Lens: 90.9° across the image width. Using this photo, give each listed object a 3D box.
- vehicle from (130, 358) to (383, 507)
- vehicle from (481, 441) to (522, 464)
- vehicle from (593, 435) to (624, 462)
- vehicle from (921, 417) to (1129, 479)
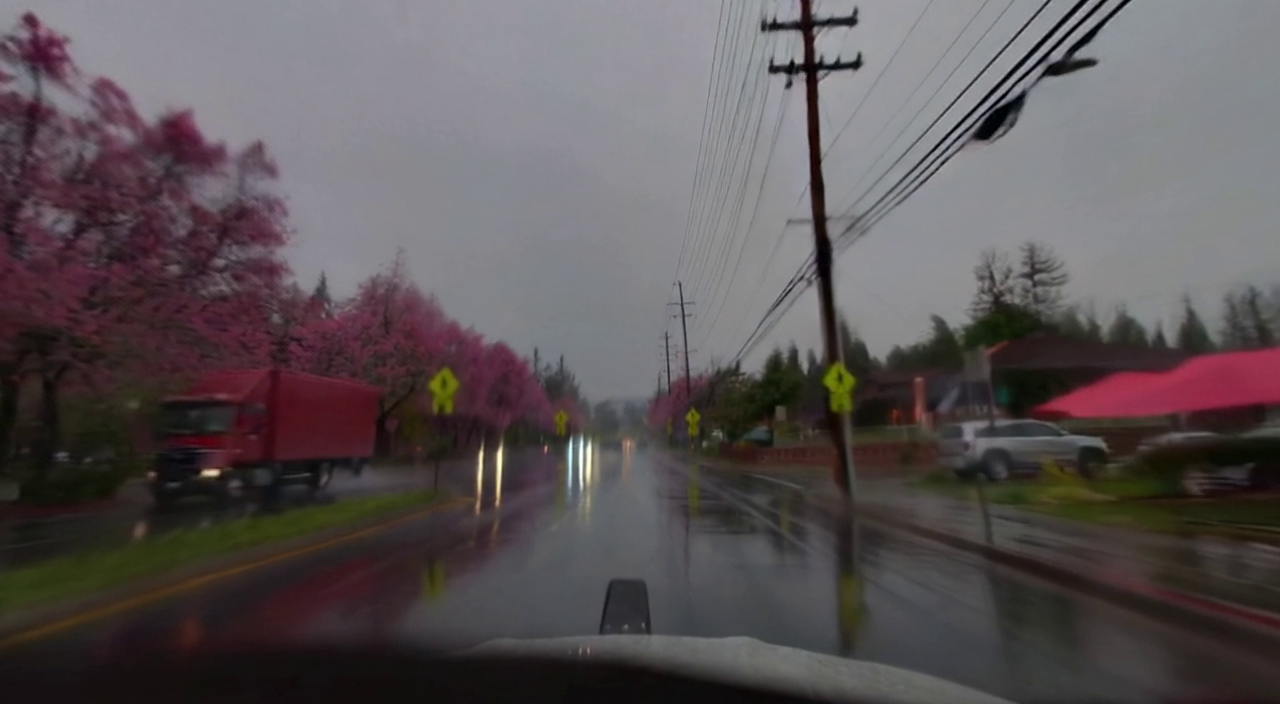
[{"bbox_3d":[-10.922,2.491,19.242,2.836,3.663,7.511,0,-8,0],"label":"vehicle"},{"bbox_3d":[-10.545,7.693,48.409,1.993,1.661,4.756,0,-8,1],"label":"vehicle"},{"bbox_3d":[-2.437,7.635,49.958,2.202,1.961,4.980,0,-8,0],"label":"vehicle"},{"bbox_3d":[12.351,3.104,20.385,5.666,1.815,2.137,2,-8,-11],"label":"vehicle"}]
